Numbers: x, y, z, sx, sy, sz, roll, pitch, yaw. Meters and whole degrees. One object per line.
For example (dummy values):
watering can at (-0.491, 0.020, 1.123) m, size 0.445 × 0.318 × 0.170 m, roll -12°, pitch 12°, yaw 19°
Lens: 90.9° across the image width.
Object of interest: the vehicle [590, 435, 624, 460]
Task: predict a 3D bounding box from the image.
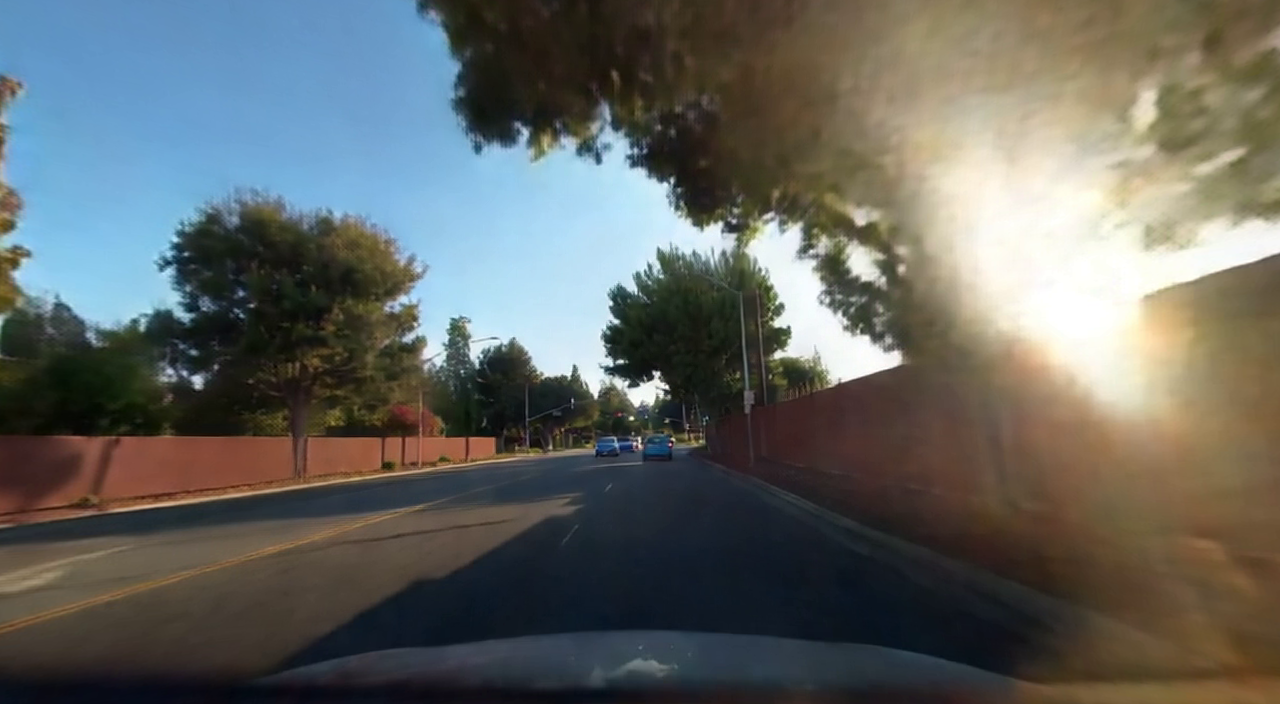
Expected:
vehicle at (-2.400, 7.110, 46.940) m, size 2.190 × 1.766 × 4.394 m, roll 0°, pitch -9°, yaw 1°

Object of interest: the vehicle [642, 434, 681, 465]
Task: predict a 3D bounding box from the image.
vehicle at (1.211, 5.687, 36.853) m, size 2.127 × 1.665 × 3.993 m, roll 0°, pitch -9°, yaw 0°
